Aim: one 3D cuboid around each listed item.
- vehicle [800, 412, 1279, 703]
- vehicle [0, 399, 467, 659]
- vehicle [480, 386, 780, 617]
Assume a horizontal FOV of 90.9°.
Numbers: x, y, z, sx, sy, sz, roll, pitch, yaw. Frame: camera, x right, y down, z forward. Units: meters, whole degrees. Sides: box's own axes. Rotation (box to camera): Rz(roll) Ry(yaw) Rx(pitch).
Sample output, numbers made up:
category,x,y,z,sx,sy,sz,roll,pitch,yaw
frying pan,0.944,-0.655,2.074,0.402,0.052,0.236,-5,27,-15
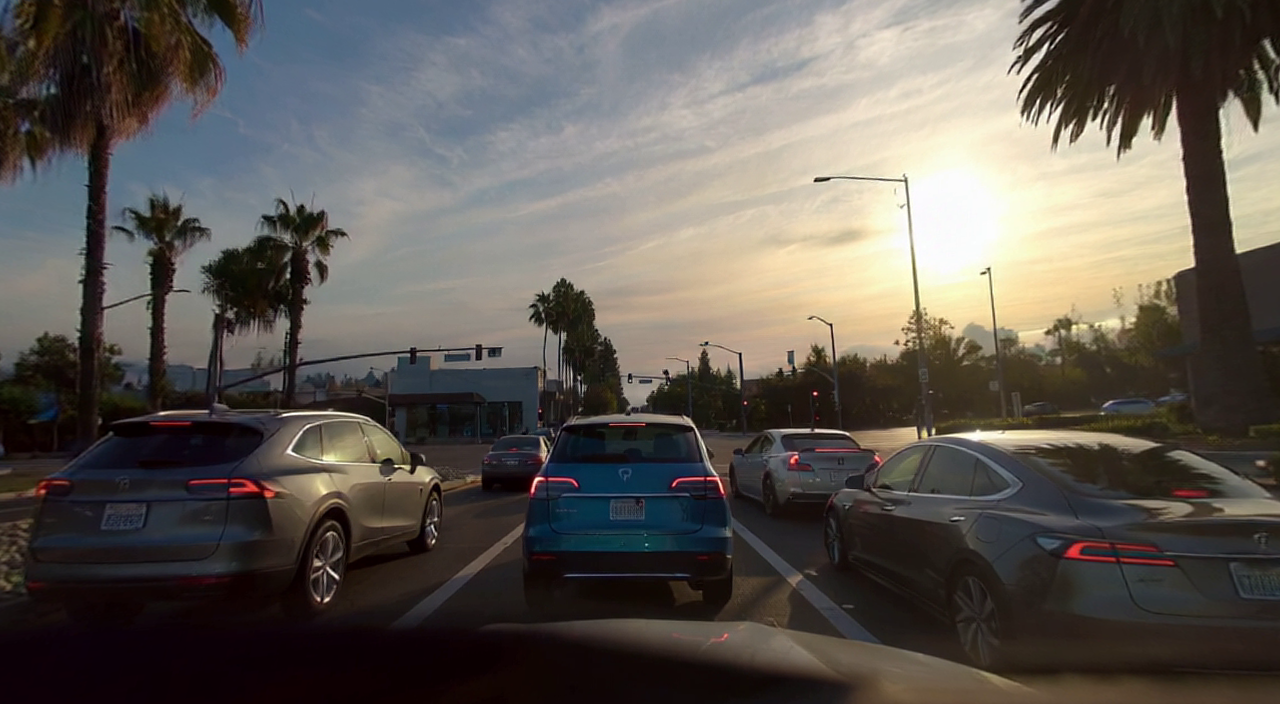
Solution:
category,x,y,z,sx,sy,sz,roll,pitch,yaw
vehicle,2.975,1.370,5.255,2.017,1.491,4.611,0,-8,-1
vehicle,-3.350,1.381,6.052,2.014,1.534,4.455,0,-8,1
vehicle,-0.135,1.461,7.068,2.280,1.747,4.361,0,-8,-2
